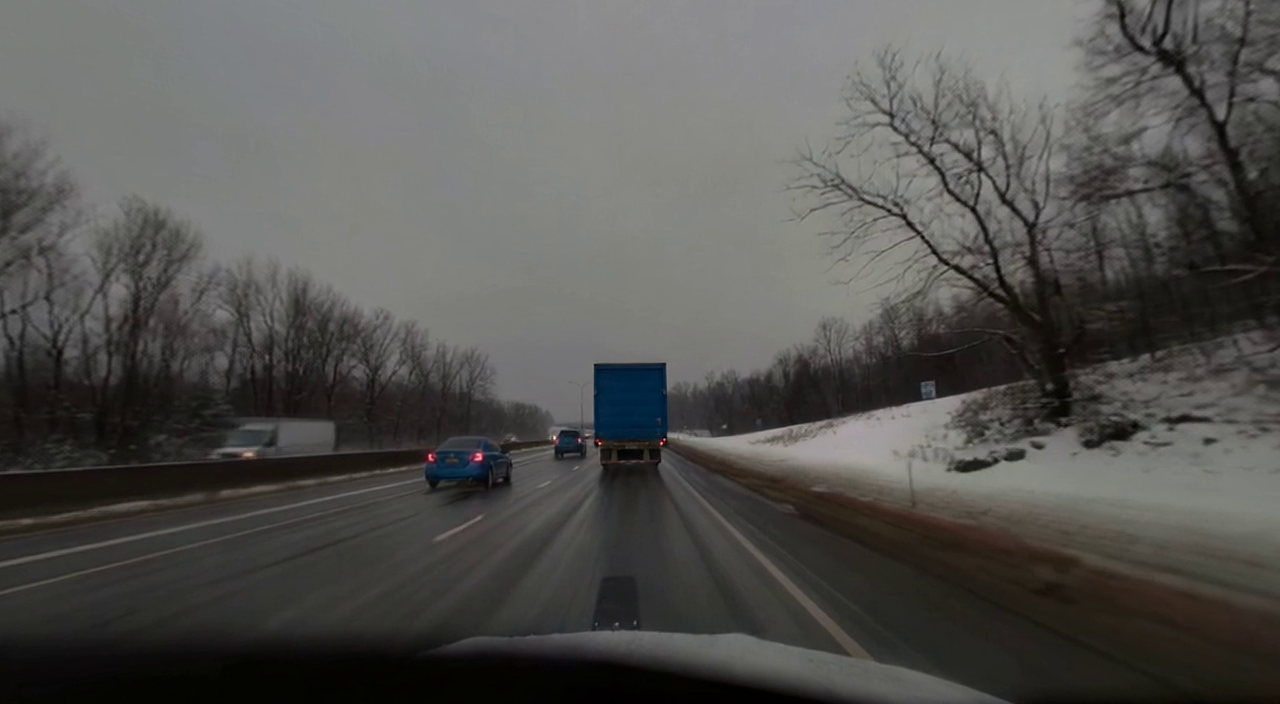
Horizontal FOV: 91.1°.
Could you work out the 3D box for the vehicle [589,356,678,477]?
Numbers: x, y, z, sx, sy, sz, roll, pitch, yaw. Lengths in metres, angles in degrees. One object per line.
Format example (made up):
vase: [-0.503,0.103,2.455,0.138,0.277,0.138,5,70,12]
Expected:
vehicle: [-0.318,2.828,26.242,2.953,4.041,10.072,0,-8,-1]

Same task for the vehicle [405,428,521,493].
vehicle: [-4.670,2.917,17.368,1.931,1.539,4.441,0,-8,0]

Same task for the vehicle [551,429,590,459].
vehicle: [-4.540,6.062,41.569,2.019,1.834,4.644,0,-8,0]

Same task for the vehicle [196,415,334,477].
vehicle: [-16.378,4.140,28.010,2.367,2.467,5.859,0,-8,2]
